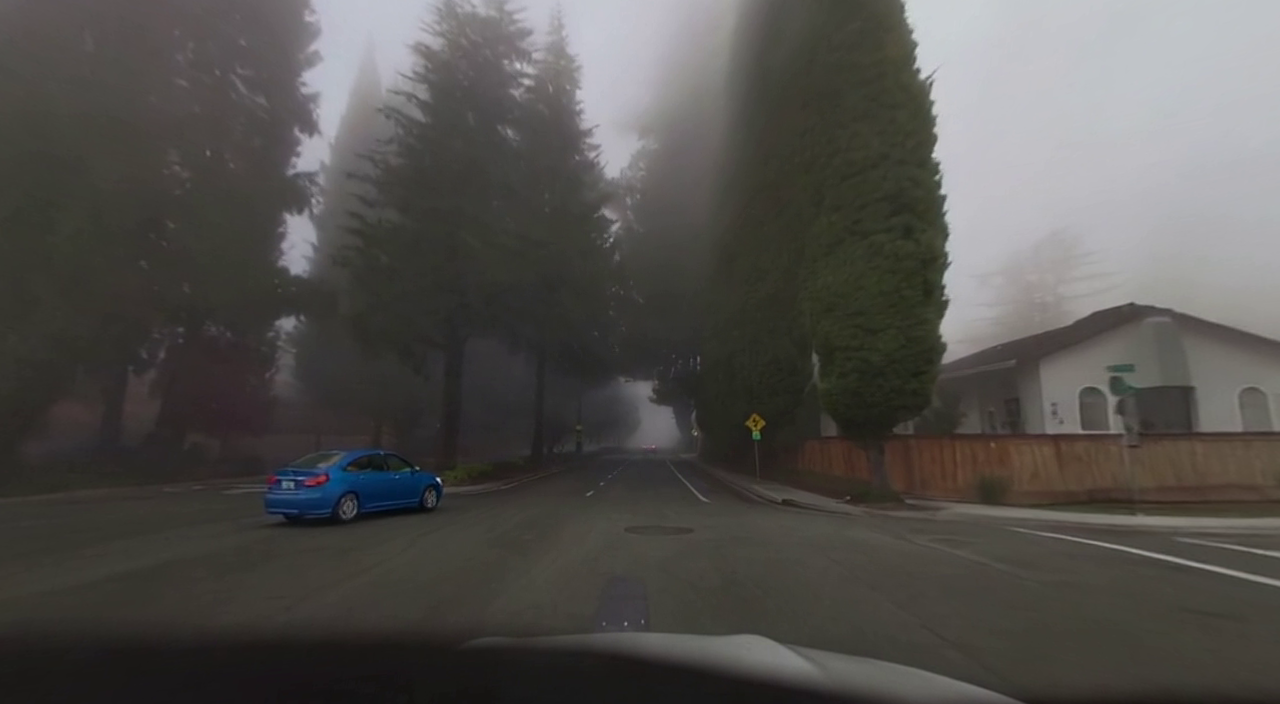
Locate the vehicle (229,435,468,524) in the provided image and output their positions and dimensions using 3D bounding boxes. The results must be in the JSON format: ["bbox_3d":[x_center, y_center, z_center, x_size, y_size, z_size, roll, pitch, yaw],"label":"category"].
[{"bbox_3d":[-6.390,2.814,14.611,2.170,1.666,4.788,-3,-9,20],"label":"vehicle"}]
